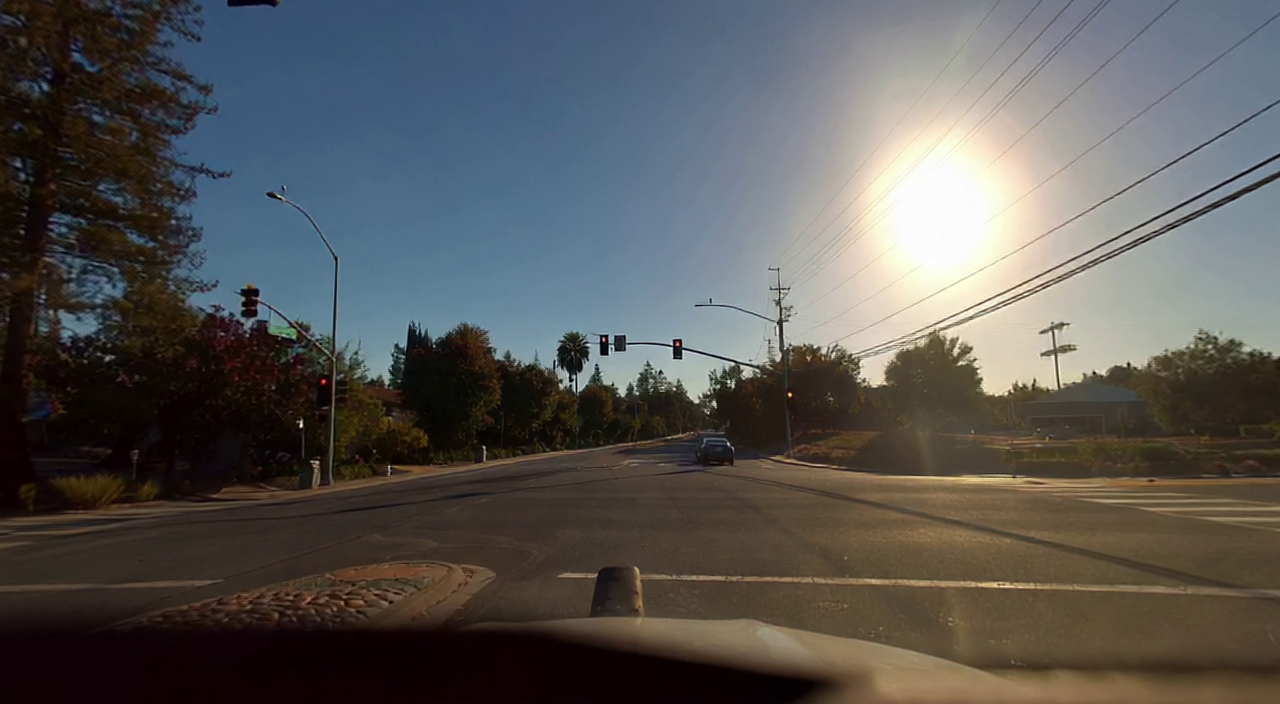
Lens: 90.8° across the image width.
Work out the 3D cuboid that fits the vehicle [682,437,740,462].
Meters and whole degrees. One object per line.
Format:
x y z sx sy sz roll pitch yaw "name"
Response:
4.456 6.259 40.577 2.067 1.490 4.884 2 -9 -14 "vehicle"
